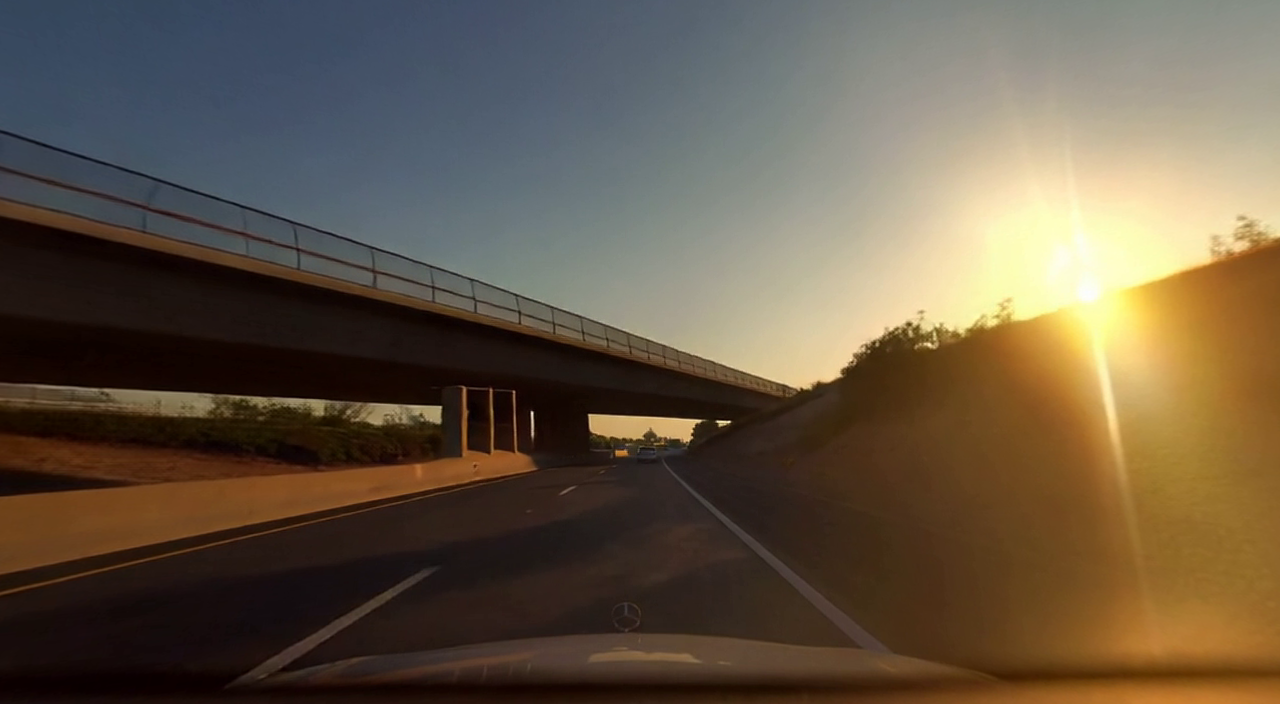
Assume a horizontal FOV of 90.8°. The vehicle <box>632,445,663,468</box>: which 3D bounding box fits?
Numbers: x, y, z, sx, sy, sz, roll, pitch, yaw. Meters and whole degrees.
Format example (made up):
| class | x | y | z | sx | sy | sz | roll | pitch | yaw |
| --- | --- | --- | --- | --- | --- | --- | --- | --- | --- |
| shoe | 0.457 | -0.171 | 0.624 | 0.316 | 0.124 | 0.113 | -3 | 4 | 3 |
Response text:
| class | x | y | z | sx | sy | sz | roll | pitch | yaw |
| --- | --- | --- | --- | --- | --- | --- | --- | --- | --- |
| vehicle | 0.605 | 7.843 | 47.568 | 2.221 | 1.603 | 4.149 | 0 | -9 | 1 |
